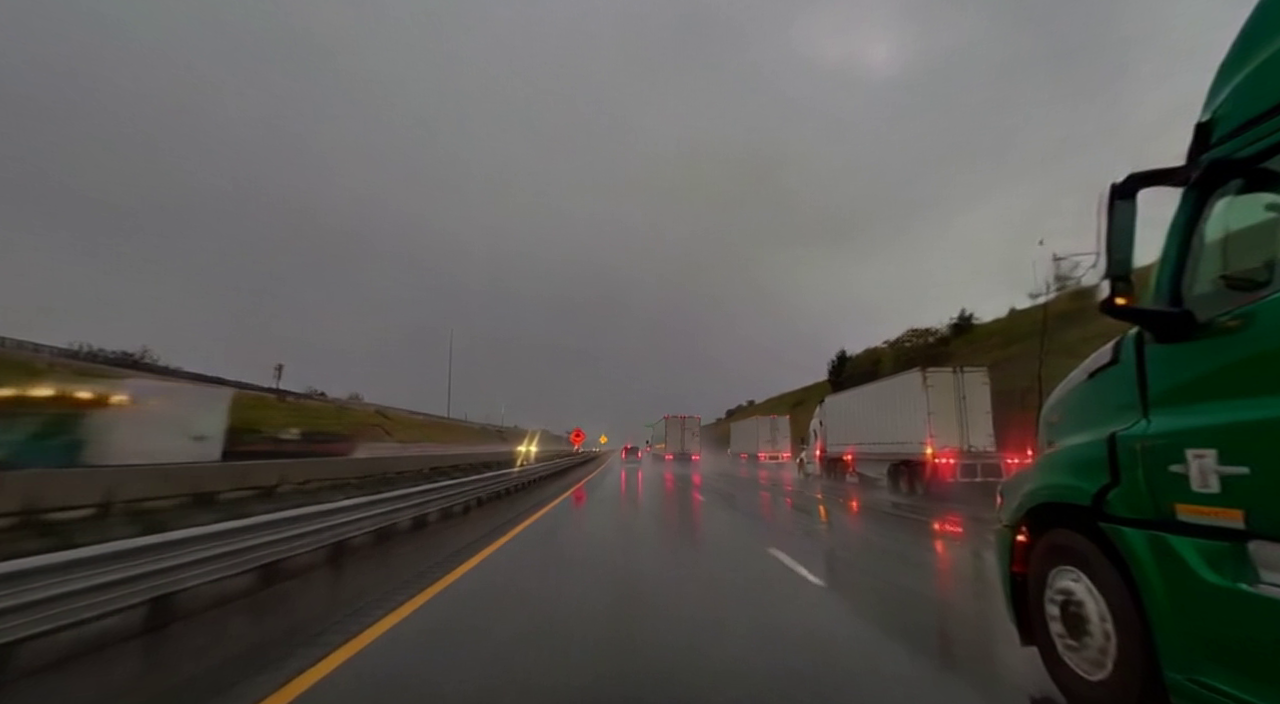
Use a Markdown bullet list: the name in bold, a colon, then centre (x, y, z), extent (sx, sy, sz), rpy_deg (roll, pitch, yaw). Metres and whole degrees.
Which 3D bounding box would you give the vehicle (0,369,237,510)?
- **vehicle**: centre (-12.529, 2.072, 14.745), extent (2.278, 2.621, 5.863), rpy_deg (0, -9, 0)

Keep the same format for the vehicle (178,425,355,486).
- **vehicle**: centre (-12.630, 3.603, 22.102), extent (2.289, 1.820, 6.451), rpy_deg (0, -9, 0)

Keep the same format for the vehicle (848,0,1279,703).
- **vehicle**: centre (3.640, 0.004, 3.166), extent (2.990, 3.934, 6.180), rpy_deg (0, -9, 0)

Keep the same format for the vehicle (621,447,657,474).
- **vehicle**: centre (-0.107, 6.108, 35.671), extent (1.927, 1.437, 3.794), rpy_deg (0, -9, -1)
